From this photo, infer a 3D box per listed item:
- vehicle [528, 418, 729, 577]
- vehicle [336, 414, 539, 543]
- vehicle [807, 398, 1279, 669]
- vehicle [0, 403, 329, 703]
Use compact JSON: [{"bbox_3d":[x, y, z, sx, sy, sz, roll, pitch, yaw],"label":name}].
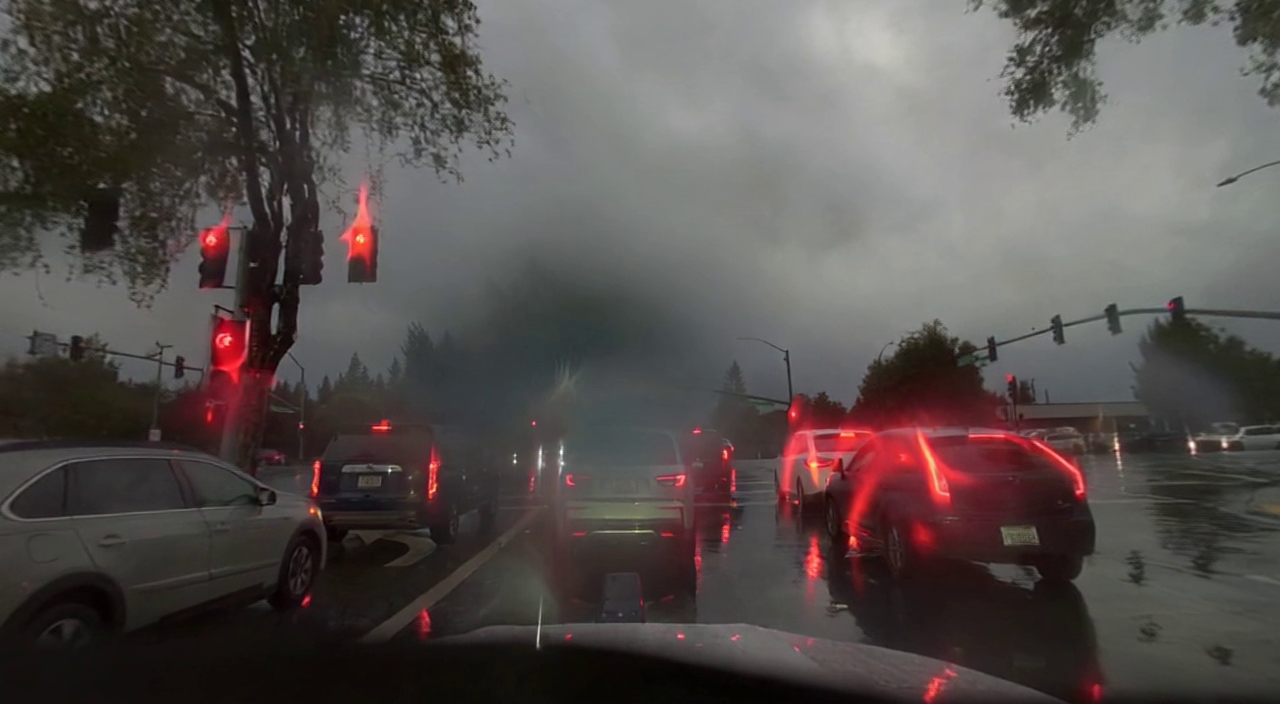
[{"bbox_3d":[-0.085,1.804,8.557,2.106,1.655,3.717,0,-8,1],"label":"vehicle"},{"bbox_3d":[-3.216,2.109,11.168,2.048,1.805,4.405,0,-8,1],"label":"vehicle"},{"bbox_3d":[3.239,1.446,6.195,2.006,1.659,4.462,0,-8,1],"label":"vehicle"},{"bbox_3d":[-3.343,0.945,2.367,1.863,1.495,4.667,0,-8,2],"label":"vehicle"}]
